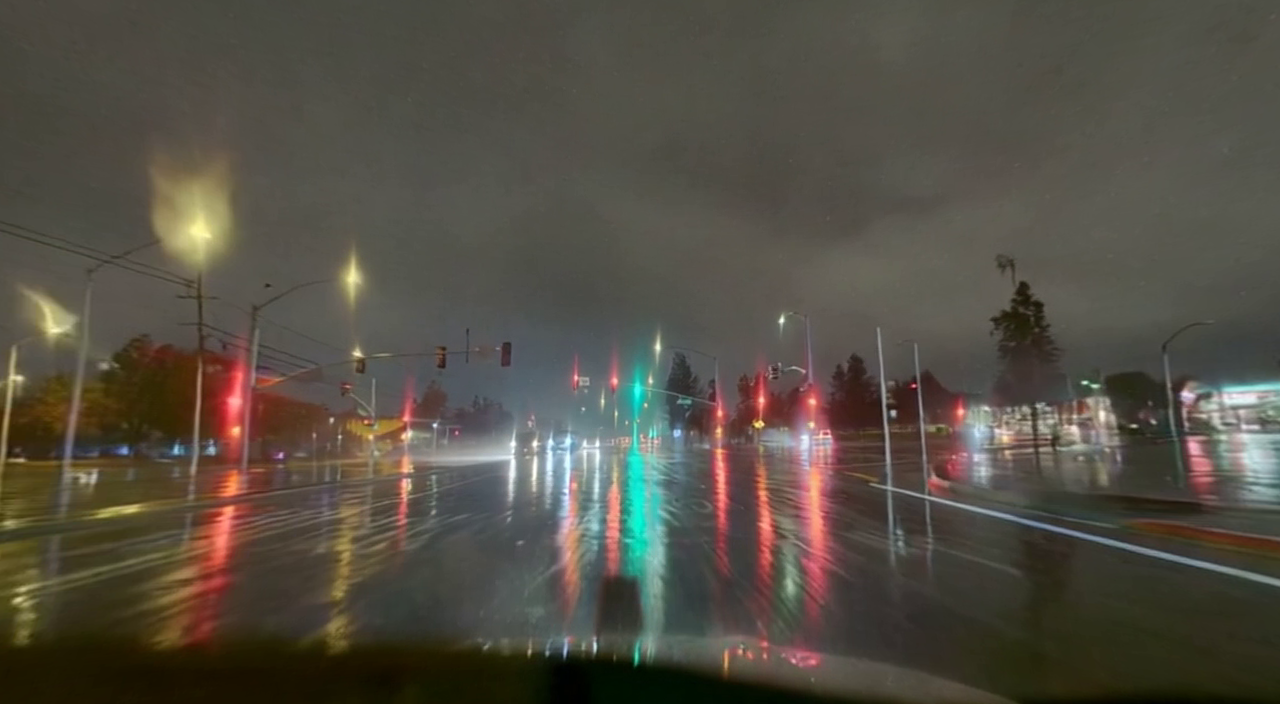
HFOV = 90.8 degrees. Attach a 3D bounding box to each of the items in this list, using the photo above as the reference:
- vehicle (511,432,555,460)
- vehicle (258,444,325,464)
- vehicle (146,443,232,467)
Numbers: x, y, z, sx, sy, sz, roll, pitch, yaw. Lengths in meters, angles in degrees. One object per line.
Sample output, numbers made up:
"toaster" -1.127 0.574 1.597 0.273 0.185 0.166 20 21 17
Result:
"vehicle" -6.900 6.155 41.337 2.074 1.692 4.333 0 -8 1
"vehicle" -27.032 7.911 49.052 4.444 1.457 1.927 -2 -9 16
"vehicle" -35.434 8.105 49.731 5.040 1.826 2.155 0 -8 -3
